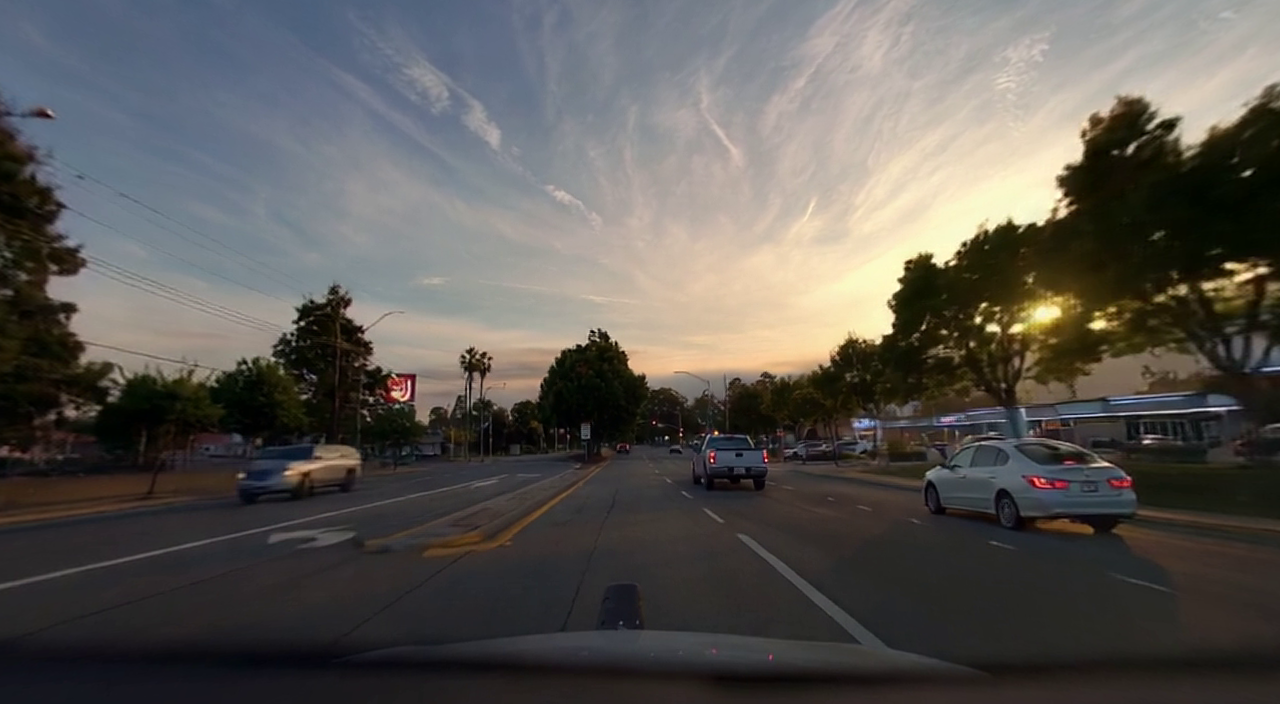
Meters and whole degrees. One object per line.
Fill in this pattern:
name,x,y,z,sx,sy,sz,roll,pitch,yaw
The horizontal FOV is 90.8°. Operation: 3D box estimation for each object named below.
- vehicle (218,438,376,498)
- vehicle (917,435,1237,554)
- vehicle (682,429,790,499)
vehicle,-12.628,4.296,23.919,2.868,1.978,5.632,0,-9,-1
vehicle,6.468,2.122,10.161,1.986,1.480,4.296,0,-9,-1
vehicle,2.578,3.186,18.373,2.214,1.749,4.998,0,-9,-2
